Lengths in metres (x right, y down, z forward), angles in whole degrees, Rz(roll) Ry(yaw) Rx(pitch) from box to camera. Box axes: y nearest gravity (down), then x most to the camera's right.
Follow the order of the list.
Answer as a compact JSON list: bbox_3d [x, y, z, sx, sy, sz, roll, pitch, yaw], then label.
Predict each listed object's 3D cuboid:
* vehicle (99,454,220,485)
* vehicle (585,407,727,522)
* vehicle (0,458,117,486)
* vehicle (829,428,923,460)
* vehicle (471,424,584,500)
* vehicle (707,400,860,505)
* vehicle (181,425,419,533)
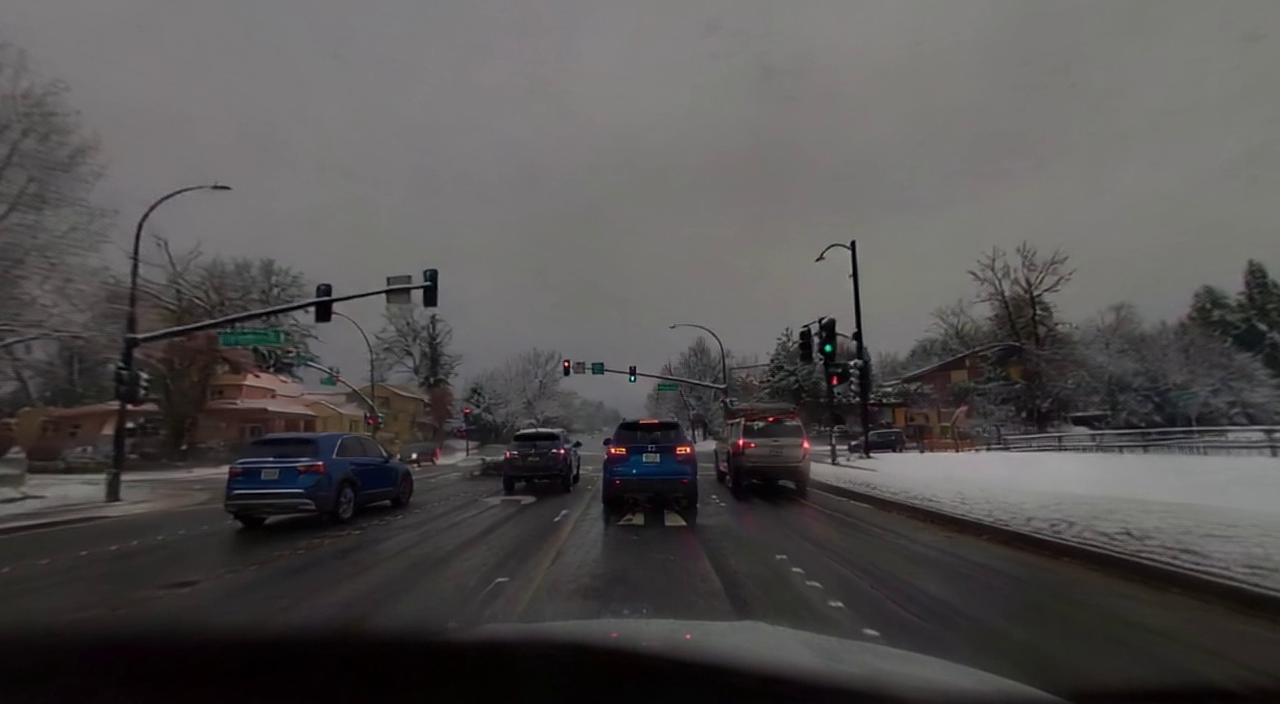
[{"bbox_3d":[-23.970,5.870,31.589,4.383,1.456,1.999,0,-9,-1],"label":"vehicle"},{"bbox_3d":[0.231,2.091,12.116,2.235,1.778,4.178,0,-9,0],"label":"vehicle"},{"bbox_3d":[-32.039,6.617,34.816,4.554,1.449,1.949,0,-8,0],"label":"vehicle"},{"bbox_3d":[14.431,5.630,38.744,4.983,1.560,1.841,-4,-8,0],"label":"vehicle"},{"bbox_3d":[-2.704,2.780,16.296,2.058,1.659,4.514,0,-8,0],"label":"vehicle"},{"bbox_3d":[3.159,2.422,15.421,2.338,2.063,5.672,0,-9,0],"label":"vehicle"},{"bbox_3d":[-6.113,2.319,12.131,2.052,1.664,4.476,0,-8,0],"label":"vehicle"}]
